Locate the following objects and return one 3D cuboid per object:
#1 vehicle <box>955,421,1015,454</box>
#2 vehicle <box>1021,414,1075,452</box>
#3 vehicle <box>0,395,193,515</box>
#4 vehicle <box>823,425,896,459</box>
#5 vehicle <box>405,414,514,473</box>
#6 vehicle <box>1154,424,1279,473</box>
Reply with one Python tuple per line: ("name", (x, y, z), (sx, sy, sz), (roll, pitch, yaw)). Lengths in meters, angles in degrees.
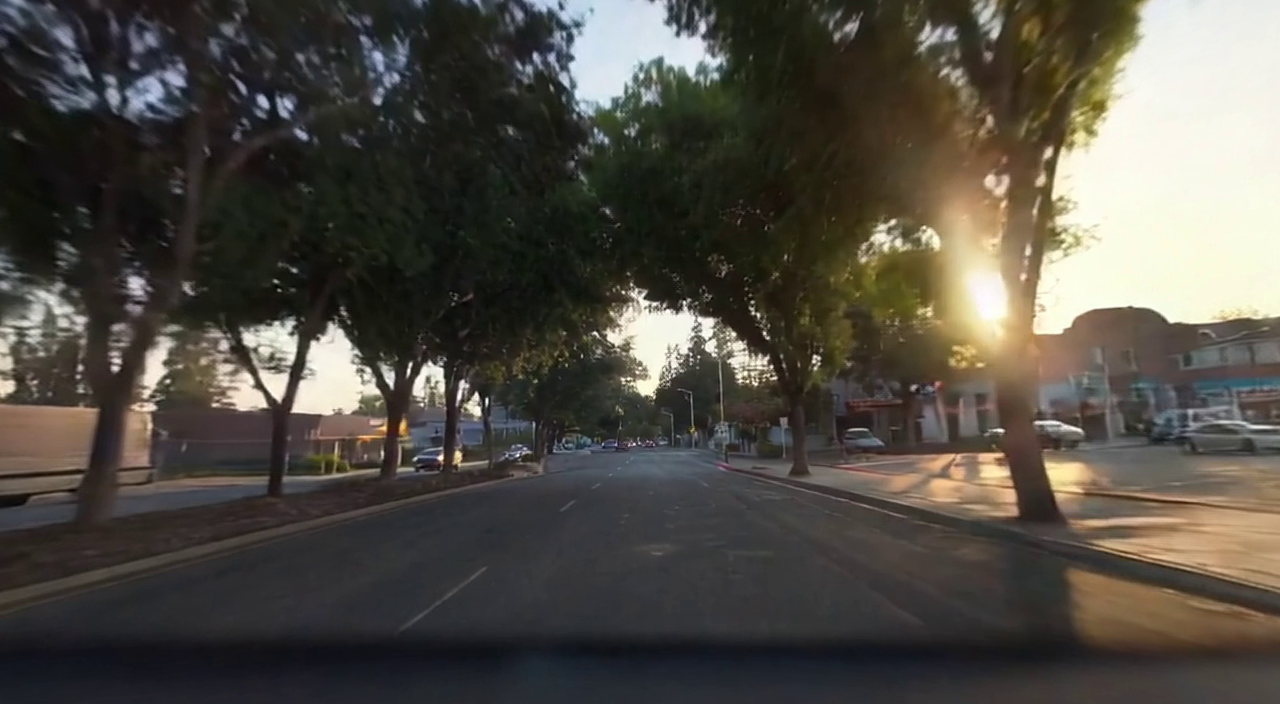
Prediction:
("vehicle", (24.027, 6.001, 43.741), (2.675, 2.108, 5.607), (-7, -11, 37))
("vehicle", (30.084, 5.938, 46.343), (2.454, 2.572, 5.082), (-9, -10, 39))
("vehicle", (-19.137, 3.129, 19.277), (2.958, 3.304, 10.523), (0, -9, 1))
("vehicle", (14.459, 5.983, 41.745), (4.203, 2.206, 1.934), (-1, -9, 7))
("vehicle", (-10.881, 5.816, 40.079), (3.031, 3.093, 13.352), (0, -9, 0))
("vehicle", (23.808, 3.857, 25.103), (4.999, 1.814, 2.158), (-7, -11, 39))
